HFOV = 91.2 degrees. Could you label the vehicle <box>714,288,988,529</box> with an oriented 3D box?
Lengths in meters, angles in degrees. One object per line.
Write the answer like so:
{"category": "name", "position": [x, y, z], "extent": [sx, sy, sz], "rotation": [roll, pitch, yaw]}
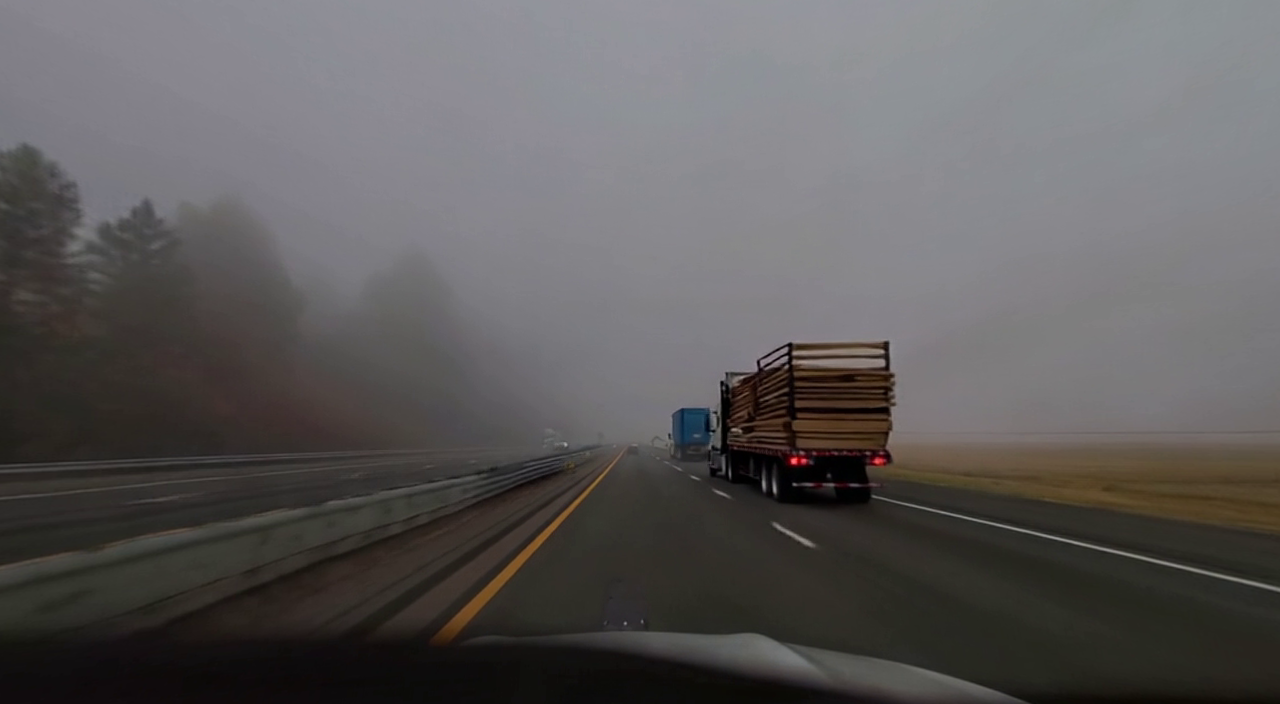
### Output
{"category": "vehicle", "position": [4.344, 1.844, 17.550], "extent": [3.024, 4.065, 13.796], "rotation": [-1, -8, 1]}
